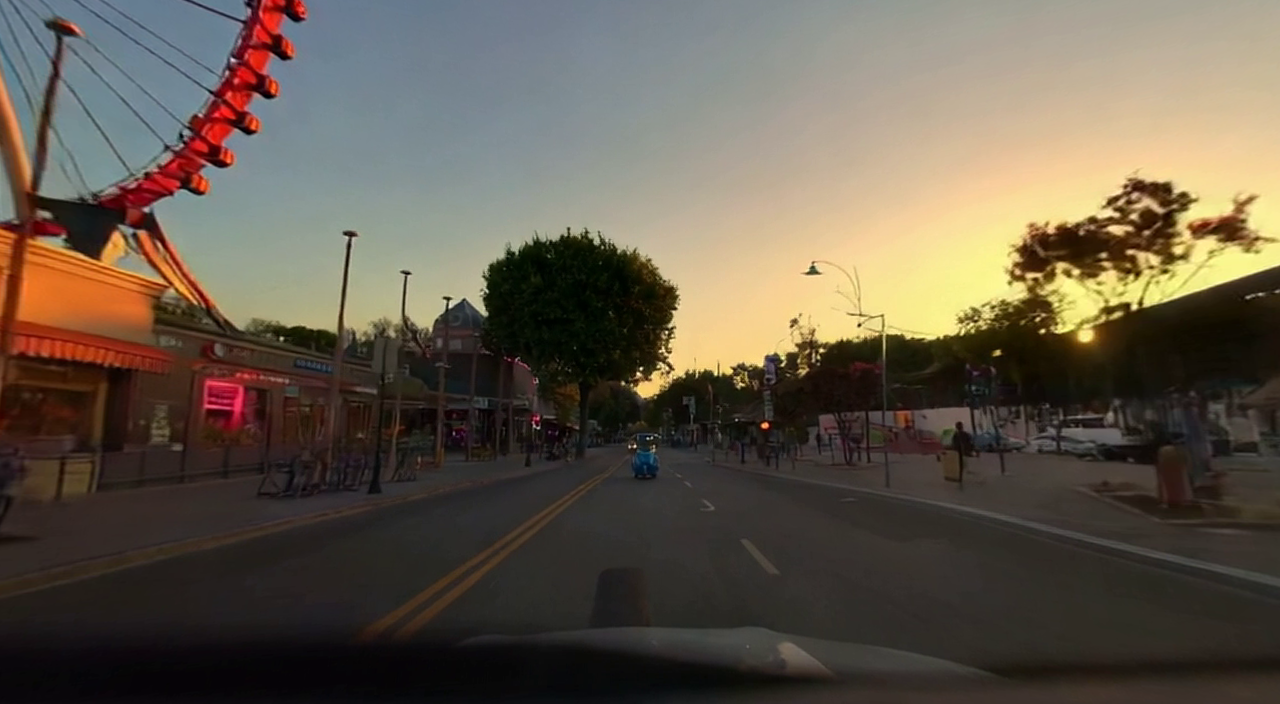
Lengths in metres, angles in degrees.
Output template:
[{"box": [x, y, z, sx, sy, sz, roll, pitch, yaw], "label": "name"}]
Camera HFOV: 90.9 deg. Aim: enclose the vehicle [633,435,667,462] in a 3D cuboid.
[{"box": [0.657, 6.622, 43.359, 2.221, 1.773, 4.228, 0, -8, 0], "label": "vehicle"}]
